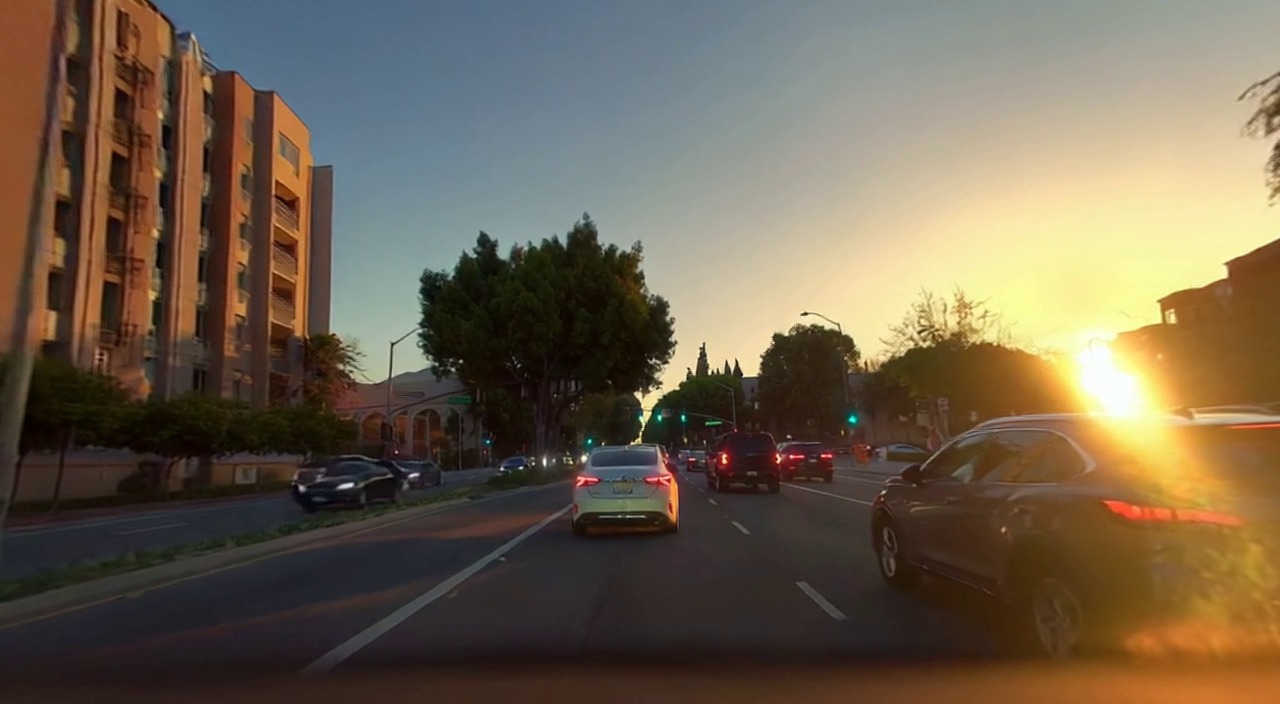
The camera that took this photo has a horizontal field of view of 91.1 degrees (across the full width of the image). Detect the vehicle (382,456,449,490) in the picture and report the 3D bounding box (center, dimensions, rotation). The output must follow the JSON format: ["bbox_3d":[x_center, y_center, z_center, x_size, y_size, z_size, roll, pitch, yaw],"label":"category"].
[{"bbox_3d":[-12.203,6.567,34.432,1.944,1.638,4.496,0,-9,1],"label":"vehicle"}]

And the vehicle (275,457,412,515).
[{"bbox_3d":[-8.933,4.028,19.399,2.050,1.498,4.238,0,-9,2],"label":"vehicle"}]

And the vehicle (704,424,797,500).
[{"bbox_3d":[3.923,4.055,23.583,2.516,2.481,5.766,0,-9,1],"label":"vehicle"}]

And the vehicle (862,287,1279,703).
[{"bbox_3d":[3.355,1.043,4.475,1.982,1.960,4.427,0,-9,1],"label":"vehicle"}]

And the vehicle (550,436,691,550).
[{"bbox_3d":[-0.250,2.414,11.471,2.111,1.676,4.018,0,-9,1],"label":"vehicle"}]

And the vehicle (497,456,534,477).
[{"bbox_3d":[-9.416,8.694,47.815,1.933,1.469,4.516,0,-9,-1],"label":"vehicle"}]

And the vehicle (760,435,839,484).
[{"bbox_3d":[7.798,5.310,31.346,2.627,2.252,5.236,0,-9,1],"label":"vehicle"}]
